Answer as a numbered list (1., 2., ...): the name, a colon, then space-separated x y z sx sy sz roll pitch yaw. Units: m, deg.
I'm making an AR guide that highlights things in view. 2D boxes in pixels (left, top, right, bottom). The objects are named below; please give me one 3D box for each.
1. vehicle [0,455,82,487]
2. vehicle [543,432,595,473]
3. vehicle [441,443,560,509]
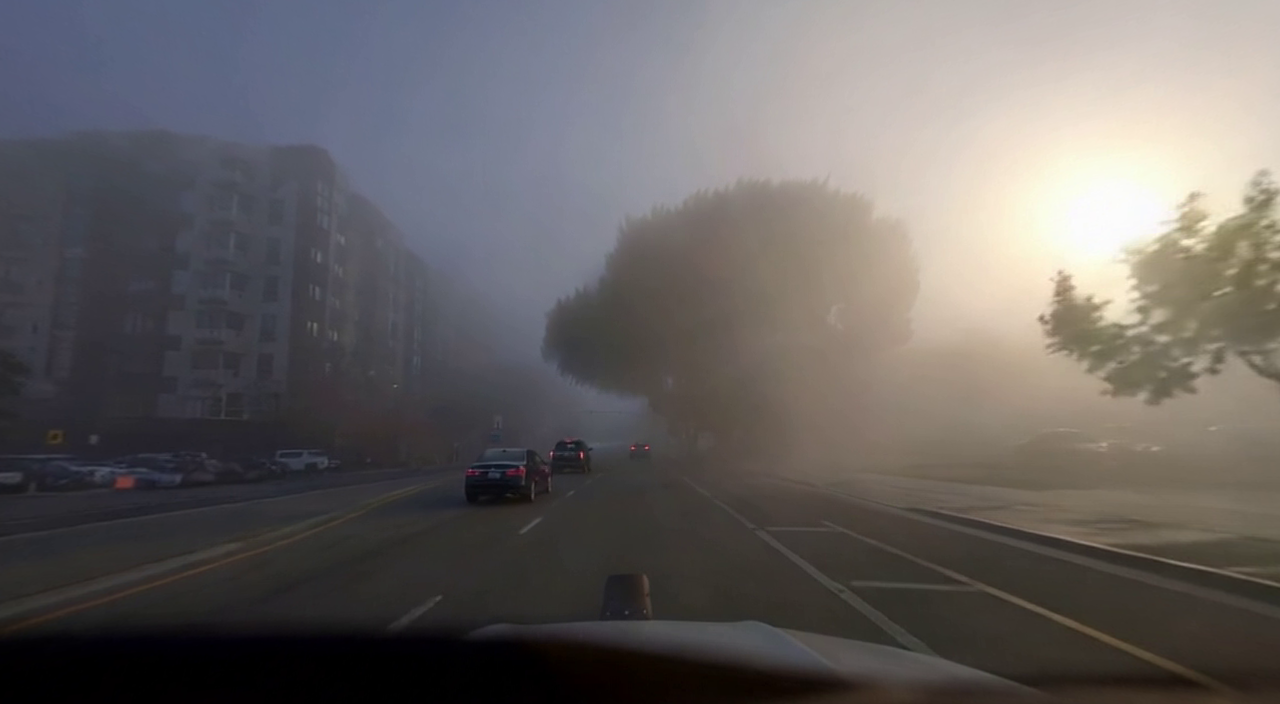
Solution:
1. vehicle: -37.284 7.236 38.397 4.402 1.868 2.071 1 -9 -4
2. vehicle: -3.667 5.300 33.225 2.152 1.987 4.527 0 -9 1
3. vehicle: -3.269 3.010 15.735 1.959 1.406 4.272 0 -9 1
